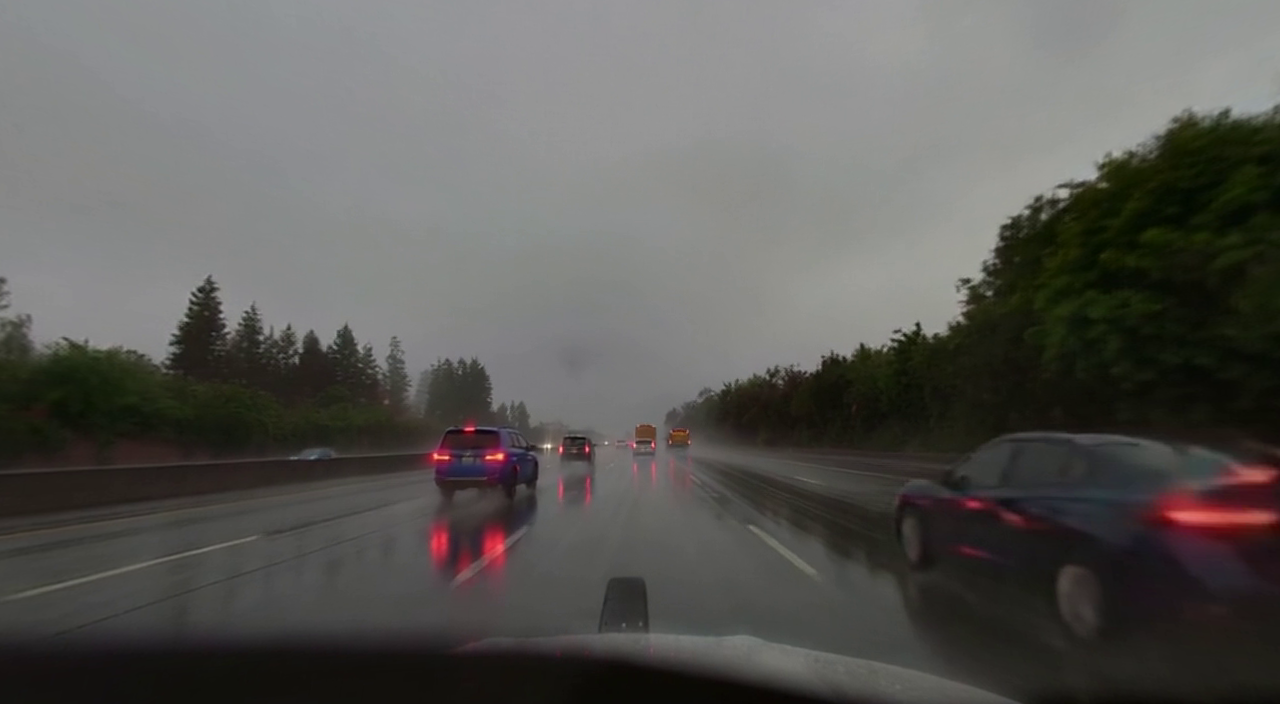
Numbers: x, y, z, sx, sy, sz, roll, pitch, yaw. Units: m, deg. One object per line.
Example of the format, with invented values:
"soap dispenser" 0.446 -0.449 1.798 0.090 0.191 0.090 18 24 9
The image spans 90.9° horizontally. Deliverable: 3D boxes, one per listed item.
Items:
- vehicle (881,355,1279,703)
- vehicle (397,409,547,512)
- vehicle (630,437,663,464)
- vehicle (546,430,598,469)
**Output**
"vehicle" 3.834 1.168 4.920 2.050 1.661 4.636 0 -8 0
"vehicle" -3.476 2.359 14.057 2.016 1.898 4.458 0 -8 1
"vehicle" 0.378 6.323 40.726 2.042 1.632 3.654 0 -8 0
"vehicle" -3.370 4.959 32.186 2.155 1.843 4.567 0 -8 0
